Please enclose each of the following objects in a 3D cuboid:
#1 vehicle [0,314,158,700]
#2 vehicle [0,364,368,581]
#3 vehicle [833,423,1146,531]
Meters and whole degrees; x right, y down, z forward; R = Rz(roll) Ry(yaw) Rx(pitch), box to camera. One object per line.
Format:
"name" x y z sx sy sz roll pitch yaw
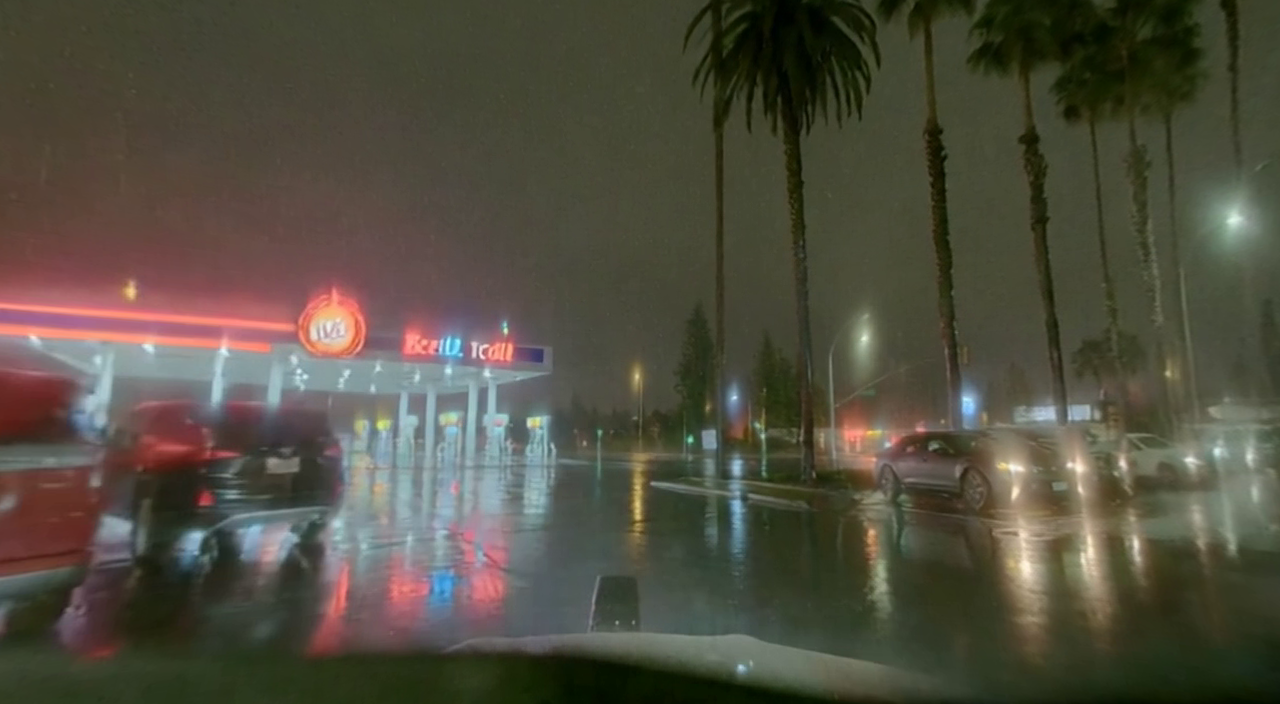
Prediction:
"vehicle" -6.465 1.077 4.896 6.836 2.006 2.434 -7 -11 37
"vehicle" -6.444 1.486 8.512 5.855 1.950 2.445 -7 -11 37
"vehicle" 5.837 2.126 11.331 1.937 1.490 4.564 3 -9 -24
